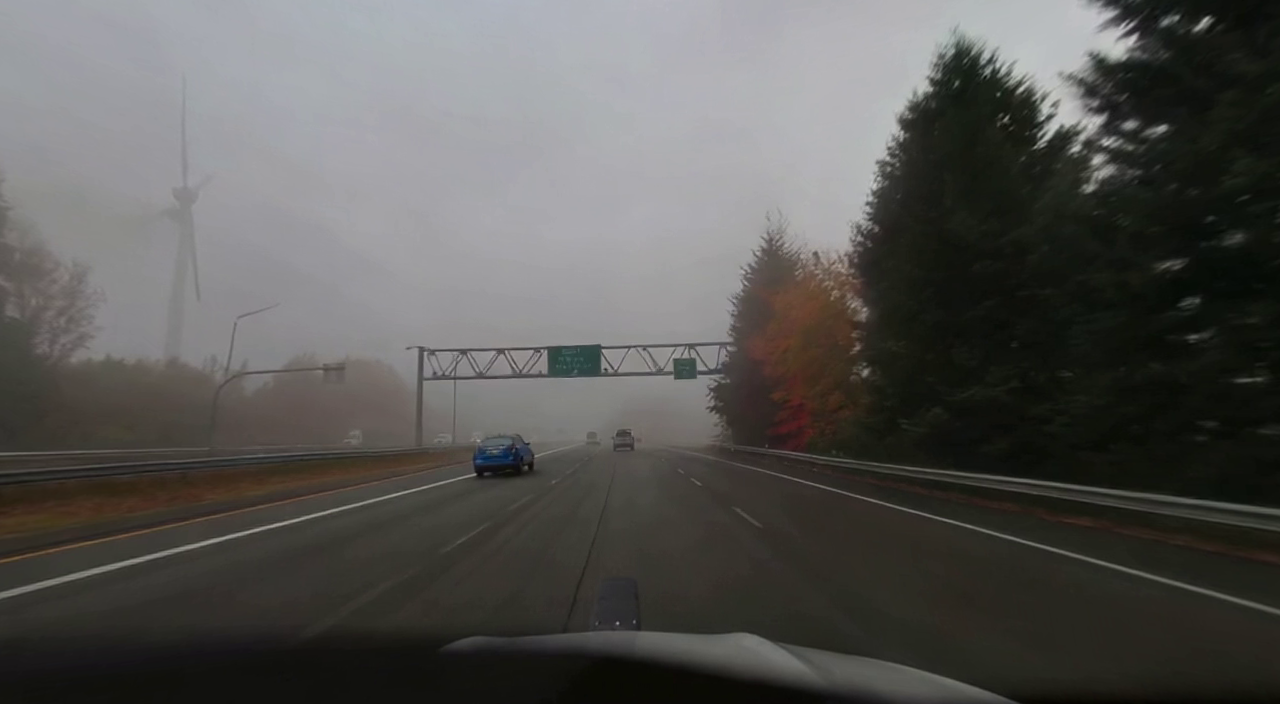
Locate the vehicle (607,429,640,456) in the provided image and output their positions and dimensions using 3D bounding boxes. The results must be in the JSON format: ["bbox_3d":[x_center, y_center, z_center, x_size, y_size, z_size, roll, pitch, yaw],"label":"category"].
[{"bbox_3d":[-1.170,6.378,44.525,2.213,1.774,4.563,0,-8,-1],"label":"vehicle"}]

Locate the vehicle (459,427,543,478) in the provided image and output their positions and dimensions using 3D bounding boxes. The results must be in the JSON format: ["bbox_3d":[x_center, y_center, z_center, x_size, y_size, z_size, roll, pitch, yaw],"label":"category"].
[{"bbox_3d":[-4.826,3.519,22.399,2.062,1.622,4.153,0,-8,0],"label":"vehicle"}]
